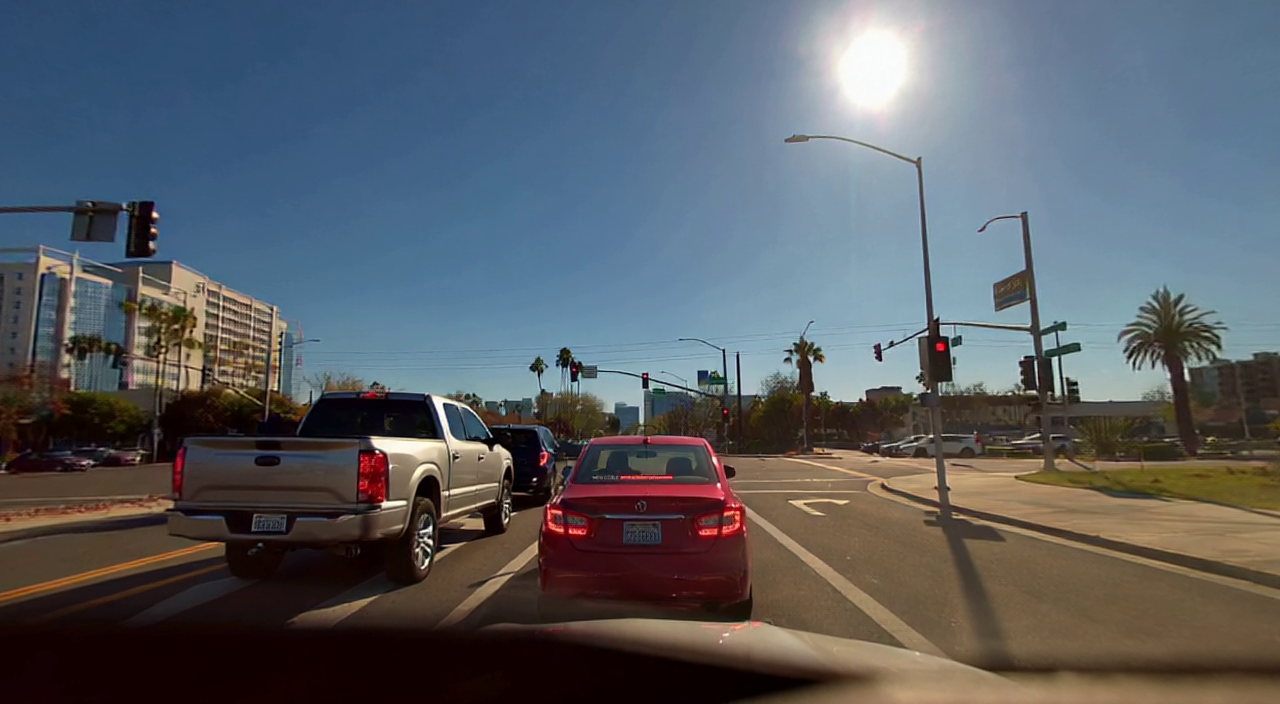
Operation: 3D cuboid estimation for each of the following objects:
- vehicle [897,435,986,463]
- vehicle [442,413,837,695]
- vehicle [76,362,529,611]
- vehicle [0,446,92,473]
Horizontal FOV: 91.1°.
[{"bbox_3d":[18.808,6.071,39.303,4.466,1.717,1.963,0,-9,2],"label":"vehicle"},{"bbox_3d":[0.032,1.397,5.534,2.122,1.501,4.152,0,-8,1],"label":"vehicle"},{"bbox_3d":[-3.228,1.481,7.914,2.330,1.969,5.626,-1,-8,3],"label":"vehicle"},{"bbox_3d":[-37.103,6.640,38.863,4.576,1.617,1.937,0,-8,2],"label":"vehicle"}]
